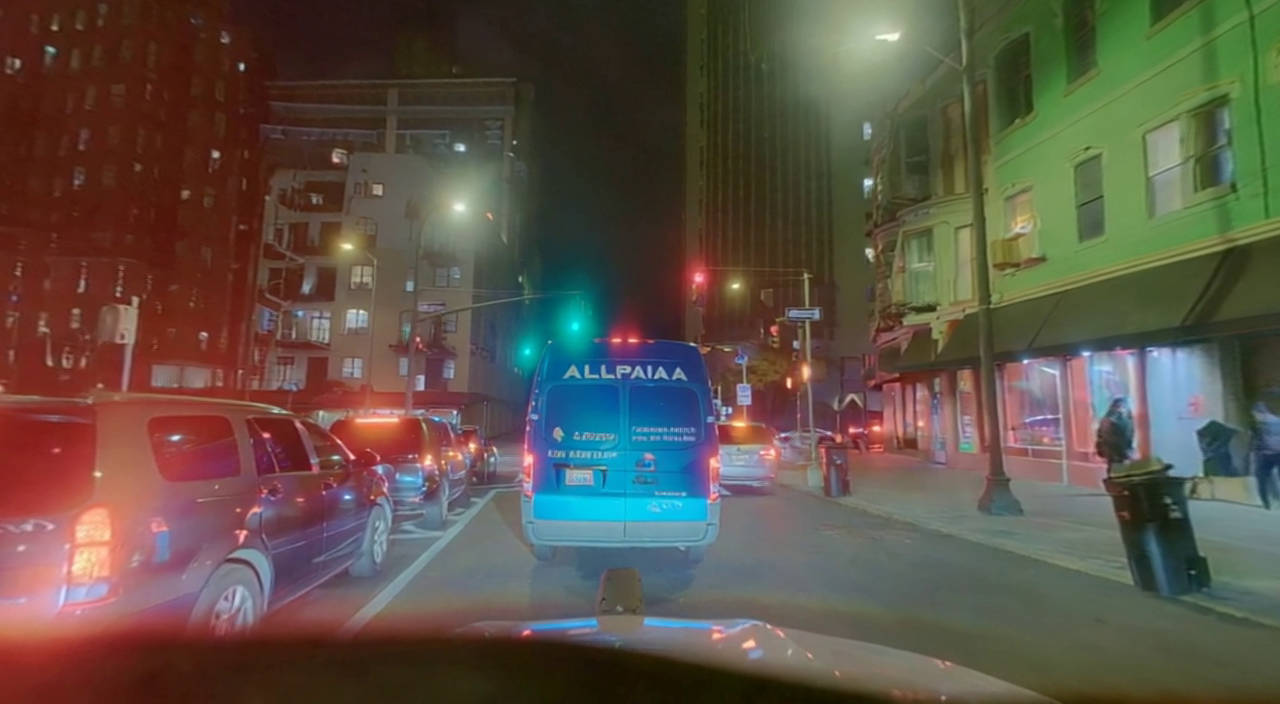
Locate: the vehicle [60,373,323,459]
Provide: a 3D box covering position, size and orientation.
[{"bbox_3d":[-17.836,2.661,25.697,8.088,3.213,2.801,1,-8,-9],"label":"vehicle"}]

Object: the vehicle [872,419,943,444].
[{"bbox_3d":[15.348,4.564,36.179,3.381,1.391,1.529,1,-8,-9],"label":"vehicle"}]

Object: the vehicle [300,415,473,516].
[{"bbox_3d":[-4.175,1.896,10.990,1.841,1.461,3.426,1,-8,-5],"label":"vehicle"}]

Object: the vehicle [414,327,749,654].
[{"bbox_3d":[-0.481,1.085,5.922,1.951,1.907,4.266,1,-8,-4],"label":"vehicle"}]
